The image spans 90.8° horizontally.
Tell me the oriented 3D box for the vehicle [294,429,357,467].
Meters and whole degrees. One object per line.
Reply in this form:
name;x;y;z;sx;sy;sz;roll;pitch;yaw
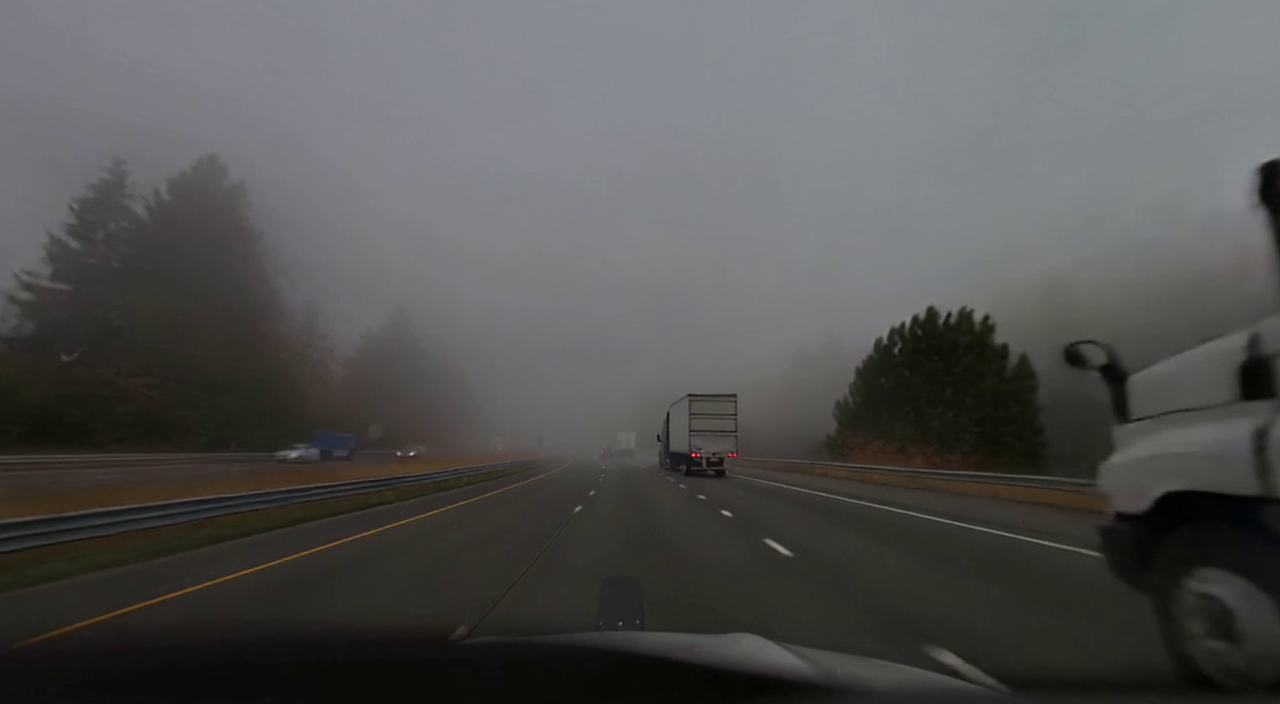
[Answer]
vehicle;-22.339;6.852;44.995;2.239;2.511;4.301;0;-9;-1

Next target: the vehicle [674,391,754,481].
vehicle;3.569;4.460;32.837;2.826;4.035;8.369;0;-9;-2

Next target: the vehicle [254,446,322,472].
vehicle;-21.935;6.666;39.522;1.803;1.519;4.483;0;-9;-2
